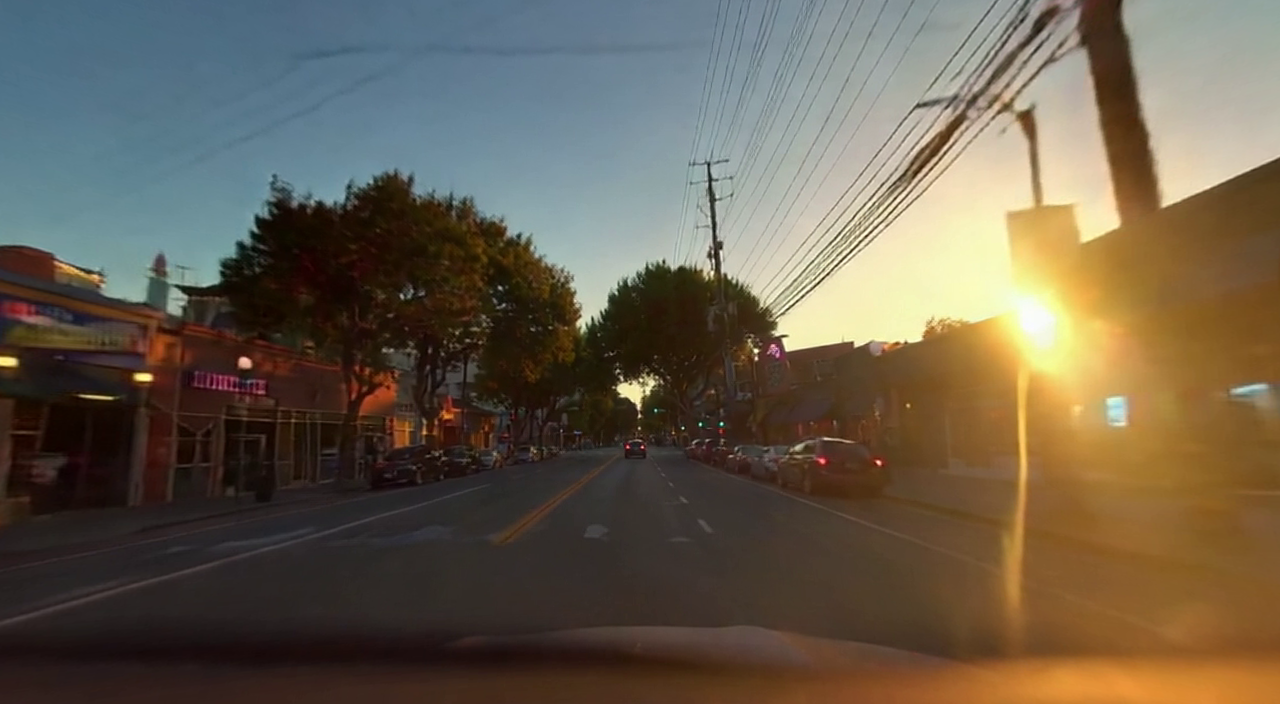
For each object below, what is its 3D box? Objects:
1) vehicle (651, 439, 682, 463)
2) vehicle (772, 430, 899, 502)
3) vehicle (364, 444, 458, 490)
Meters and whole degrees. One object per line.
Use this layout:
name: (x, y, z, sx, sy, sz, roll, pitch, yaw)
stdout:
vehicle: (1.852, 7.060, 45.032, 1.998, 1.580, 4.015, 0, -8, -1)
vehicle: (5.525, 3.285, 18.688, 2.042, 1.787, 5.110, 0, -8, -1)
vehicle: (-10.011, 5.038, 28.185, 2.081, 1.819, 5.607, 0, -8, 0)
